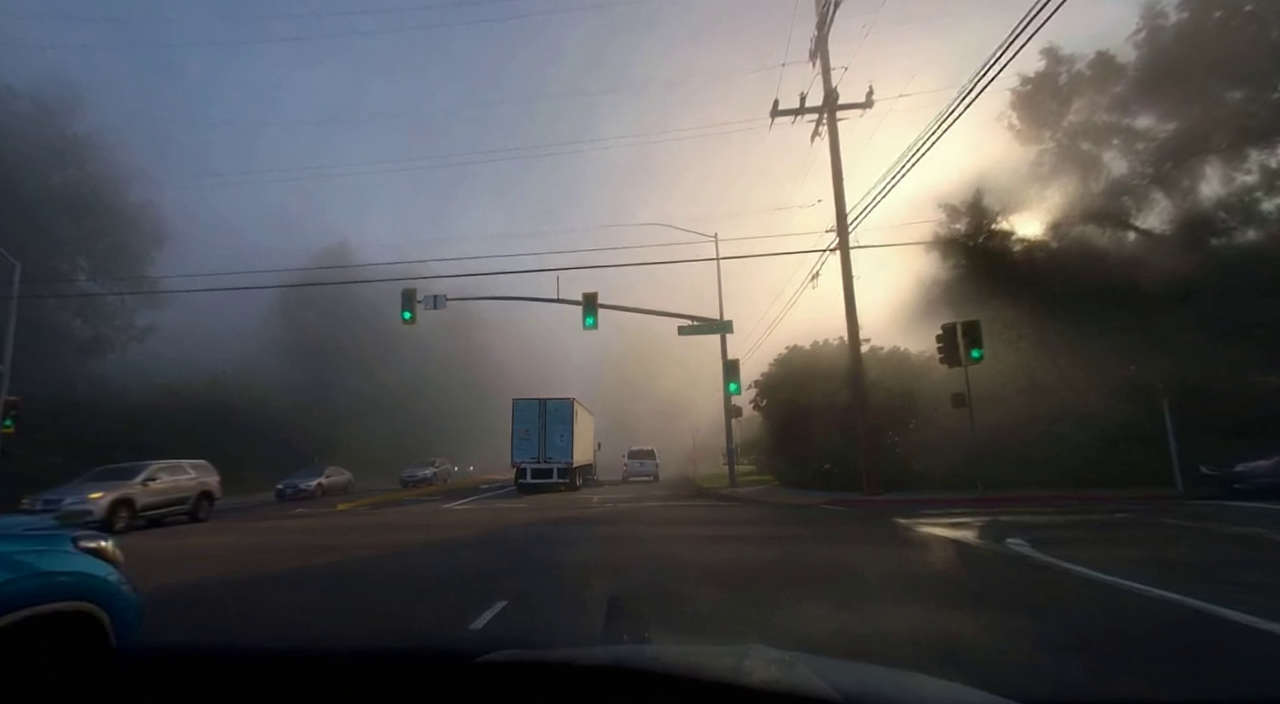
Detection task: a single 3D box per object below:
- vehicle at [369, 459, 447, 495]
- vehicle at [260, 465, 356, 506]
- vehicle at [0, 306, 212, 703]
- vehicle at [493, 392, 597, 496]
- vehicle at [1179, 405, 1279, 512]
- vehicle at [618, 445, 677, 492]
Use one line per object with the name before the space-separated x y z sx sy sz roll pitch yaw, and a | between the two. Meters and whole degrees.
vehicle | -11.988 6.483 32.975 2.290 1.644 4.553 0 -9 1
vehicle | -15.256 6.126 29.285 1.933 1.606 4.553 0 -9 1
vehicle | -3.176 0.578 0.809 2.093 1.832 4.508 0 -9 -1
vehicle | -3.645 3.902 26.775 2.928 3.658 8.980 0 -9 1
vehicle | 12.978 1.882 11.259 4.628 1.751 1.997 -1 -9 5
vehicle | 0.295 4.633 25.481 2.174 1.749 4.113 0 -8 1
